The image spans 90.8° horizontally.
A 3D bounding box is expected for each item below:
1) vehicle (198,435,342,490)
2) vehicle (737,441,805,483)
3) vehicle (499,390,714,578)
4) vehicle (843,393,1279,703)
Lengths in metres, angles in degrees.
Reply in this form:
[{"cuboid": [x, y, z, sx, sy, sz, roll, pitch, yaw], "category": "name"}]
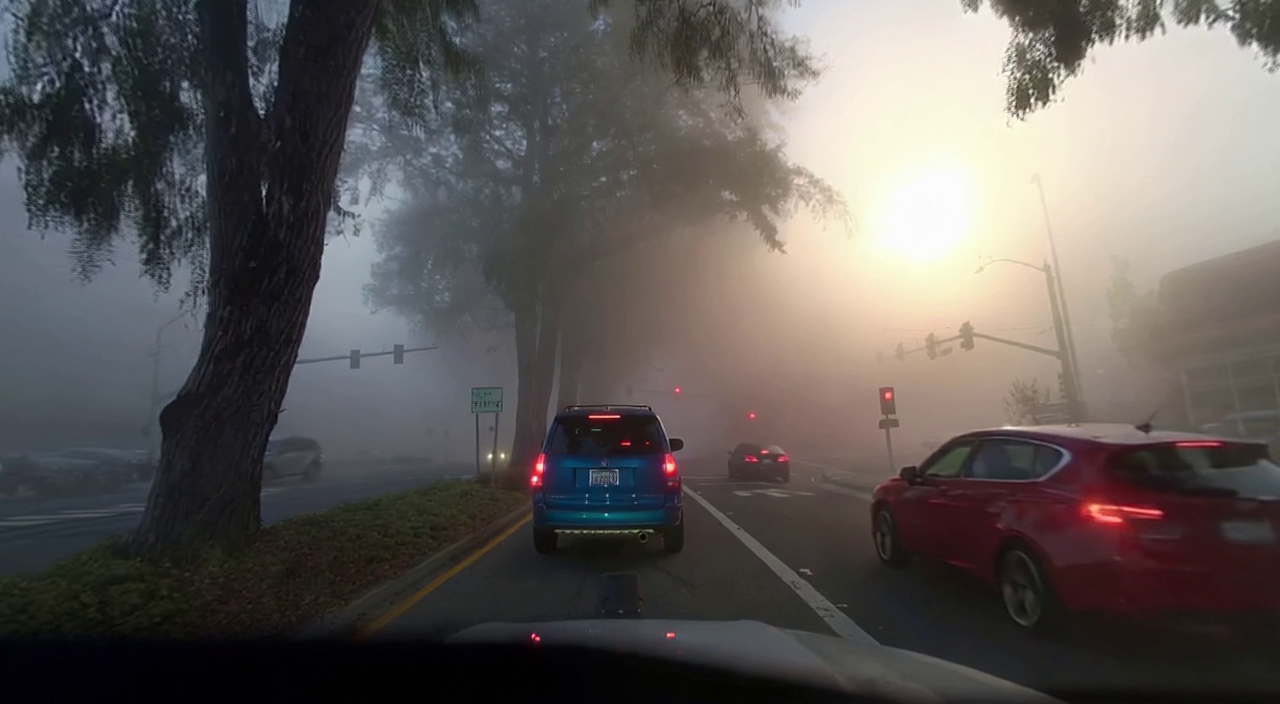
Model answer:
[{"cuboid": [-12.738, 3.823, 22.238, 2.108, 1.683, 4.861, 0, -9, 0], "category": "vehicle"}, {"cuboid": [5.148, 4.364, 25.346, 1.883, 1.496, 4.236, 0, -9, 1], "category": "vehicle"}, {"cuboid": [-0.303, 1.645, 8.629, 2.096, 1.837, 4.687, 0, -9, 1], "category": "vehicle"}, {"cuboid": [3.530, 1.323, 5.338, 2.098, 1.555, 4.778, 0, -9, 1], "category": "vehicle"}]
